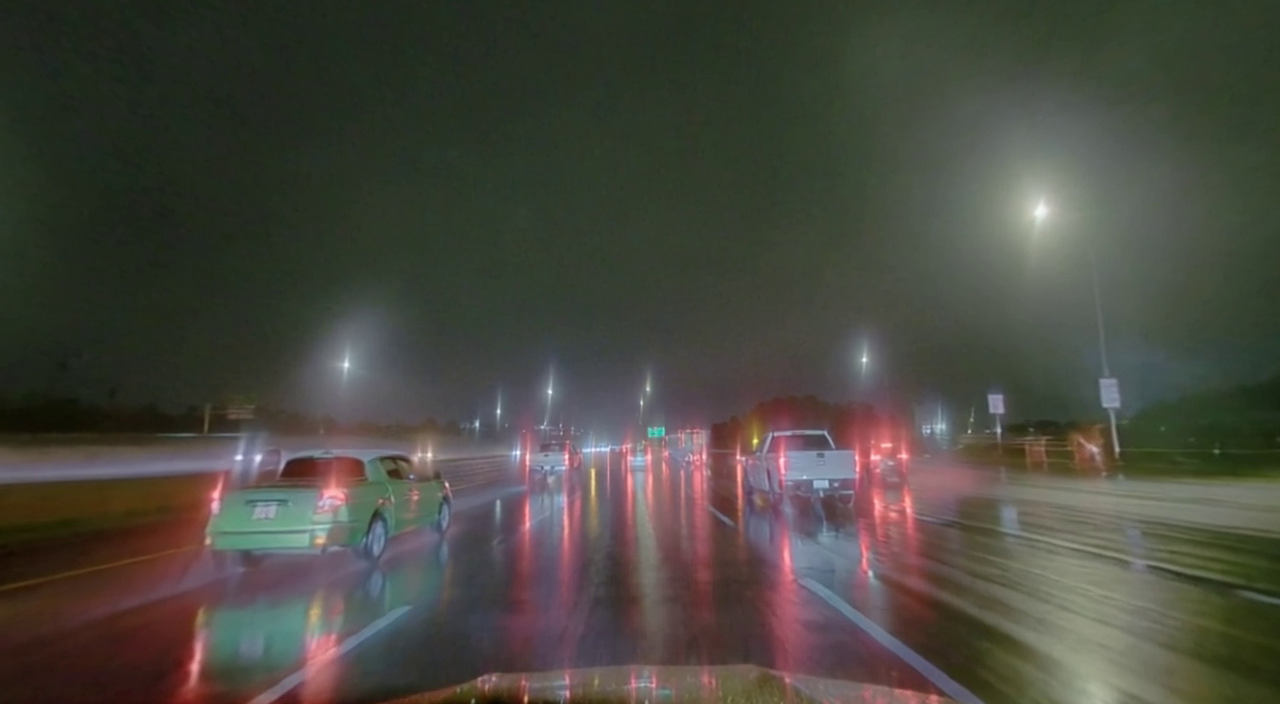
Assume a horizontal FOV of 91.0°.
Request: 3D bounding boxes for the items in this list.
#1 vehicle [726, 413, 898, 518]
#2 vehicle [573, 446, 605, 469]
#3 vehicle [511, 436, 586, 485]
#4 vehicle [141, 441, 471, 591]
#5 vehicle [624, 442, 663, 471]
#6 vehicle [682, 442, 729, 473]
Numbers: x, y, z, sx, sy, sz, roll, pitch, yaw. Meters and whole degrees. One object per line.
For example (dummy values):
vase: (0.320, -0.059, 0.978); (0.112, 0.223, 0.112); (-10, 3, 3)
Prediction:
vehicle: (3.591, 2.535, 14.562); (2.340, 1.925, 5.529); (0, -9, -1)
vehicle: (-3.480, 7.274, 43.563); (1.907, 1.484, 3.954); (0, -9, 0)
vehicle: (-3.582, 4.353, 25.597); (2.176, 1.783, 4.799); (0, -9, 2)
vehicle: (-3.831, 1.922, 8.307); (1.947, 1.424, 4.264); (0, -9, 1)
vehicle: (0.162, 6.142, 37.080); (2.147, 1.572, 4.094); (0, -9, -1)
vehicle: (3.719, 6.073, 36.498); (2.145, 1.636, 4.437); (1, -9, -1)
